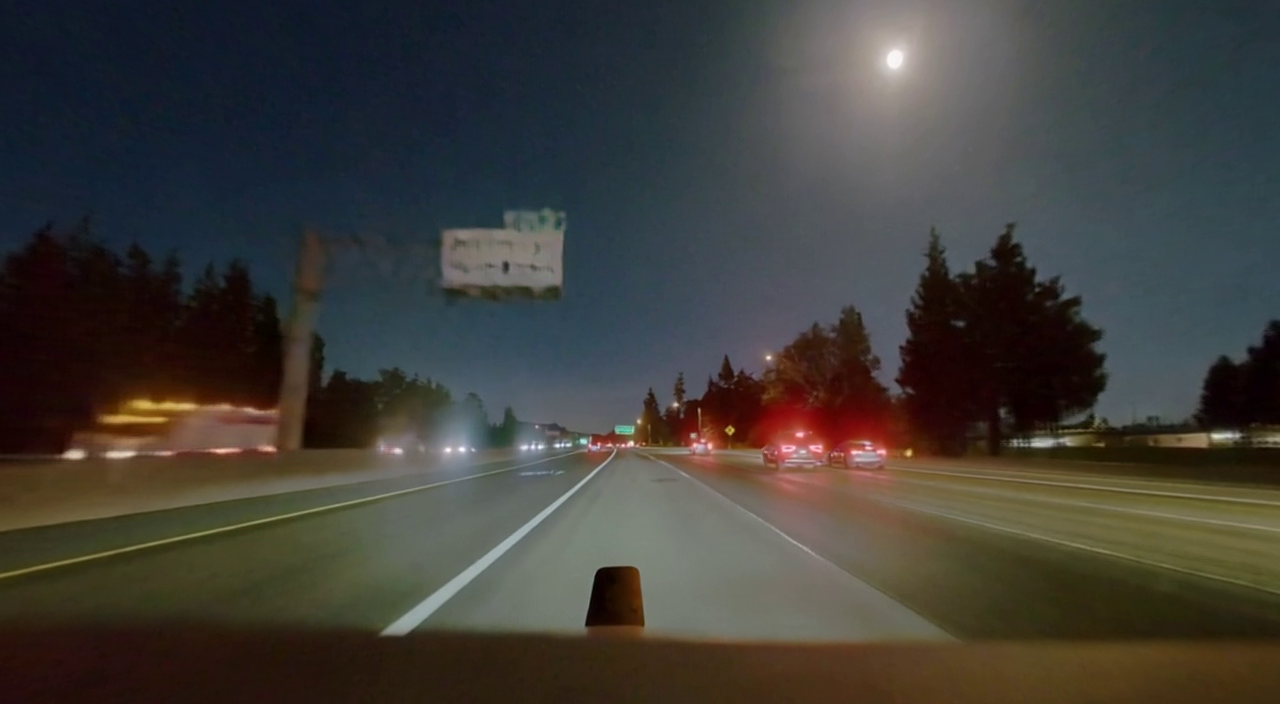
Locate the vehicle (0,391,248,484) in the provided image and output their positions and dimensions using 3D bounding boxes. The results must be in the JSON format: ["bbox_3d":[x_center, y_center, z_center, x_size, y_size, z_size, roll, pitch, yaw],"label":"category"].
[{"bbox_3d":[-21.605,3.771,27.488,2.922,3.345,9.411,0,-8,-1],"label":"vehicle"}]

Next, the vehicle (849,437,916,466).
[{"bbox_3d":[14.208,5.856,37.188,2.072,1.611,4.387,0,-8,-2],"label":"vehicle"}]

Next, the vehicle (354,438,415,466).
[{"bbox_3d":[-16.916,6.645,41.944,2.131,1.723,4.678,0,-8,-1],"label":"vehicle"}]

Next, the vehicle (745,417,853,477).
[{"bbox_3d":[6.976,4.343,29.012,2.779,2.339,8.073,0,-8,-1],"label":"vehicle"}]
